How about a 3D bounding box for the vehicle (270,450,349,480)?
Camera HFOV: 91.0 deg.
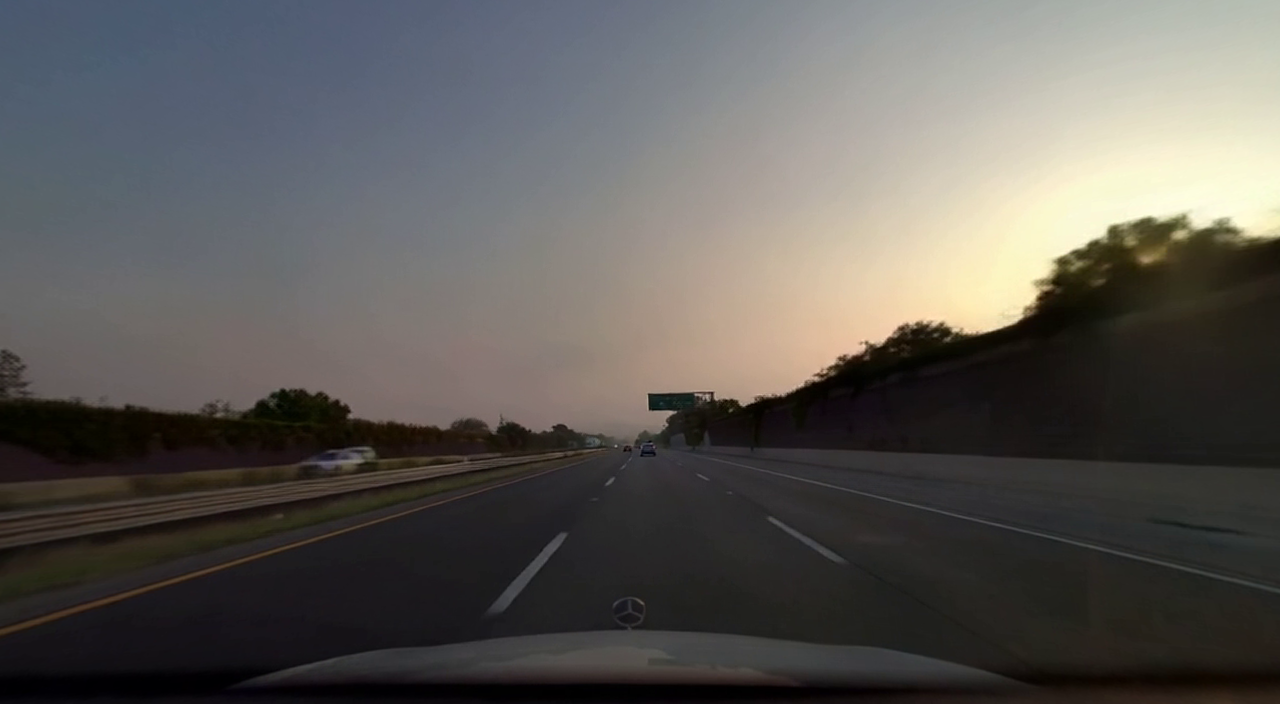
[{"bbox_3d":[-18.387,6.304,35.301,1.874,1.508,4.589,0,-8,1],"label":"vehicle"}]
